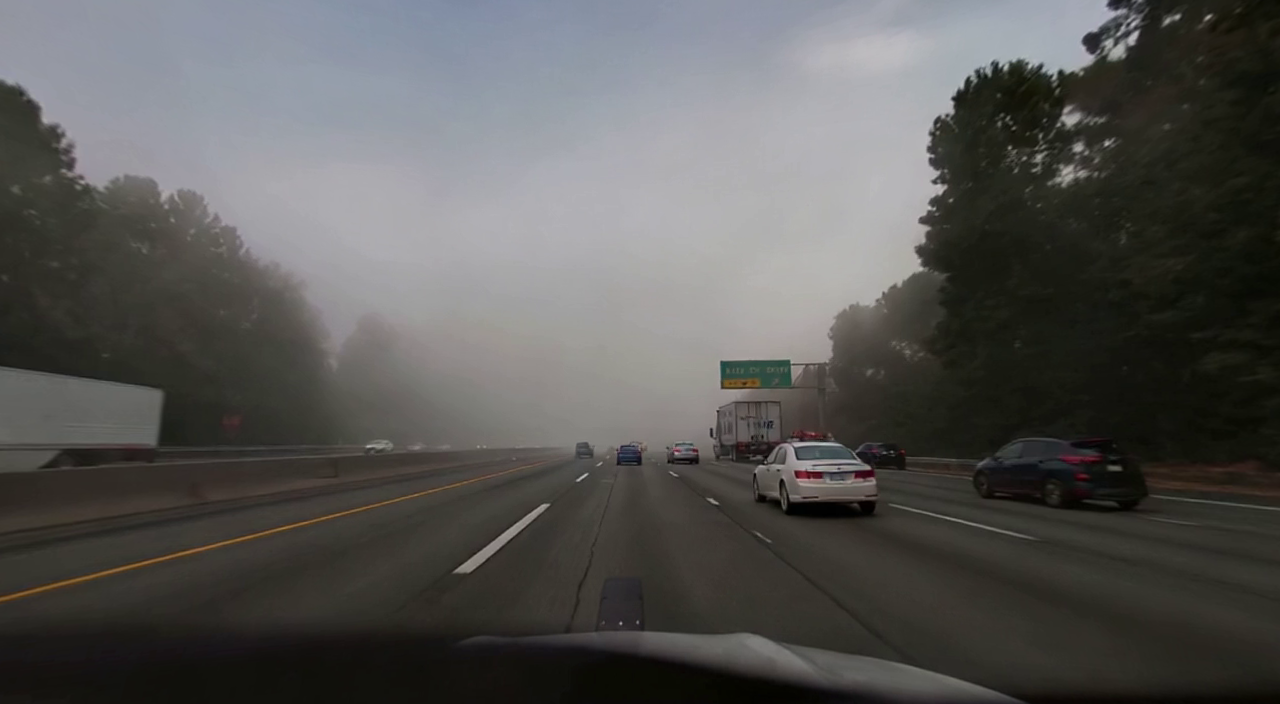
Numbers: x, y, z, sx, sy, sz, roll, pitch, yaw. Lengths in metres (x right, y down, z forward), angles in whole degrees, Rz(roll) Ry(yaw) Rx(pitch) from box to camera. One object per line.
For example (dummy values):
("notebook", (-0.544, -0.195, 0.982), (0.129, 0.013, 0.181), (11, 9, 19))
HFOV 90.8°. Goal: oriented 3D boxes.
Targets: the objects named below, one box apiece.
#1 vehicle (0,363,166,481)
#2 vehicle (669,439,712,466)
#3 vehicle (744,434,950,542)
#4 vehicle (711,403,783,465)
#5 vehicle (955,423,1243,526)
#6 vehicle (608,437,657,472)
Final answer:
("vehicle", (-24.824, 2.526, 22.864), (2.968, 4.234, 16.281), (0, -9, -1))
("vehicle", (2.986, 6.112, 38.579), (1.993, 1.504, 4.781), (0, -9, -3))
("vehicle", (3.157, 2.159, 10.769), (1.865, 1.427, 4.448), (0, -9, -2))
("vehicle", (6.918, 5.548, 42.212), (2.799, 3.655, 8.627), (0, -9, -3))
("vehicle", (8.141, 2.206, 11.951), (1.885, 1.536, 4.657), (0, -9, -1))
("vehicle", (-0.373, 4.720, 29.183), (2.098, 1.475, 3.997), (0, -9, -1))
